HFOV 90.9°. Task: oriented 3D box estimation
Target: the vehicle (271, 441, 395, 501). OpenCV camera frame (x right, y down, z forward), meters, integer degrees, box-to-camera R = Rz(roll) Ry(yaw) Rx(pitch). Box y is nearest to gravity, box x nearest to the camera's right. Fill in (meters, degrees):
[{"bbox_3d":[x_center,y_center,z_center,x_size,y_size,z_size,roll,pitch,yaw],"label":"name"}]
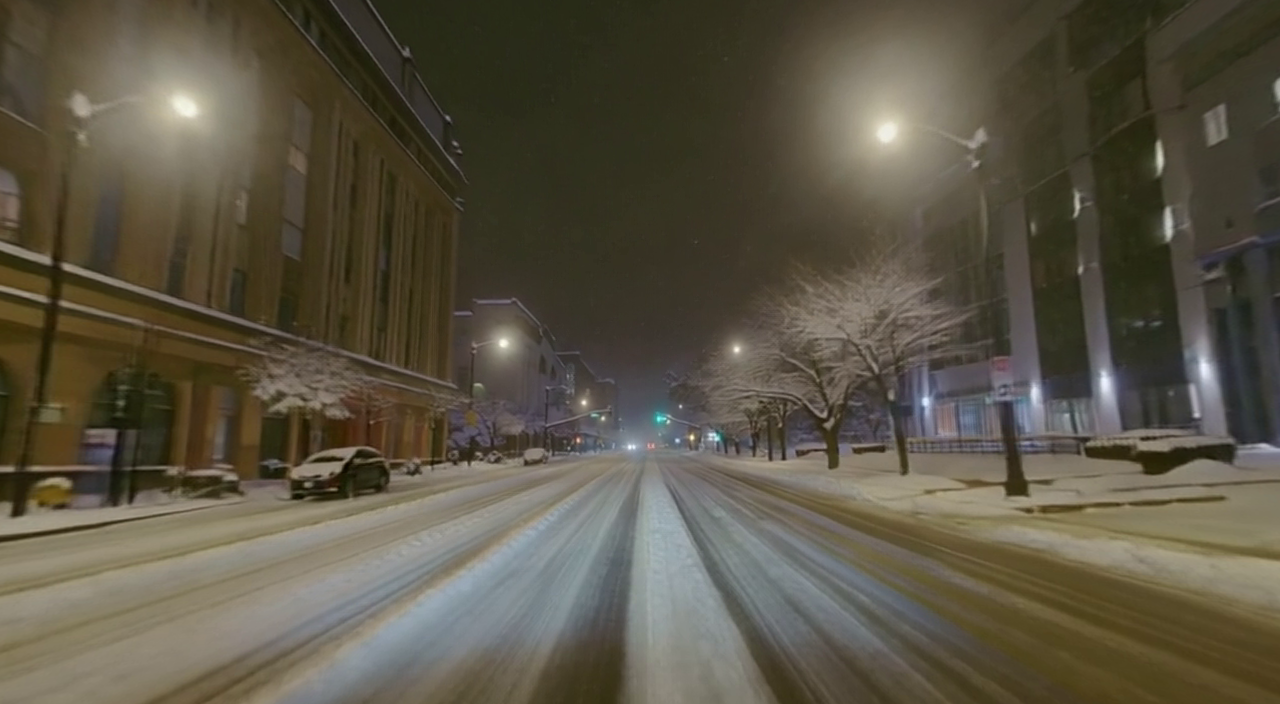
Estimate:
[{"bbox_3d":[-10.740,4.142,22.522,2.060,1.796,4.675,-2,-7,0],"label":"vehicle"}]
